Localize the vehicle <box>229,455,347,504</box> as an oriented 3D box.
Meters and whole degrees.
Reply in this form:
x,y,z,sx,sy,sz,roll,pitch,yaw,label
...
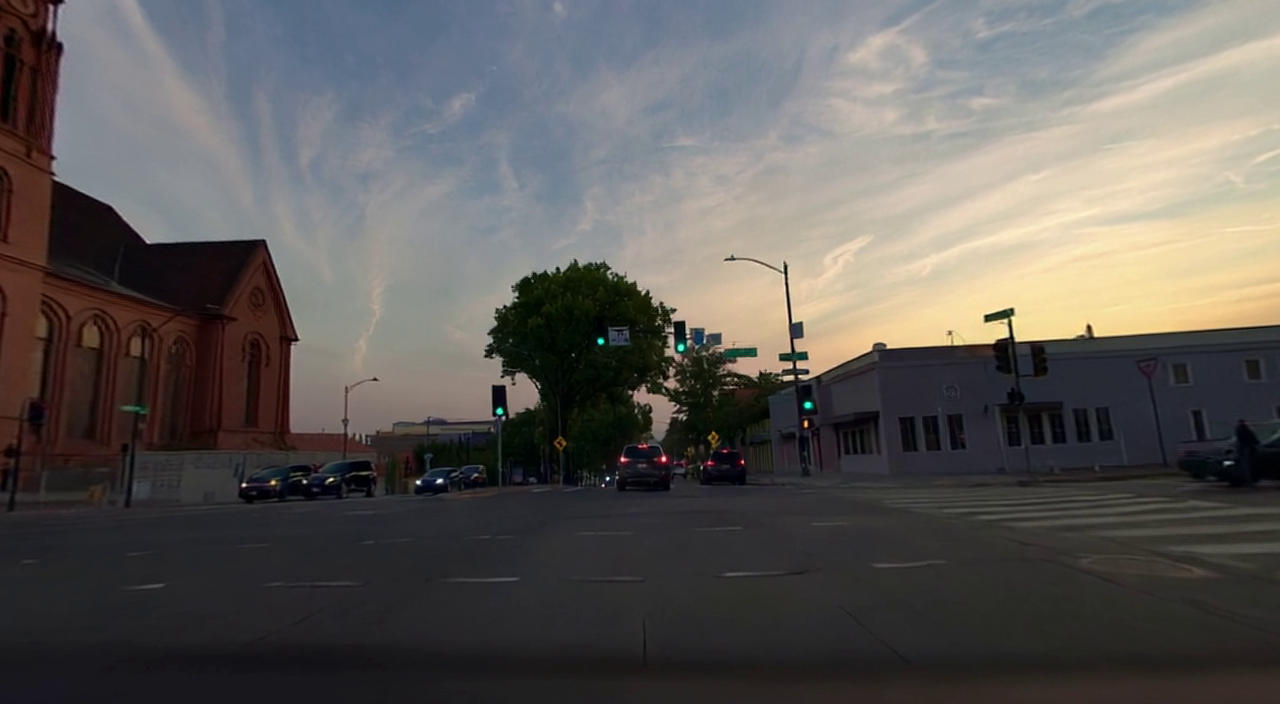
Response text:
x,y,z,sx,sy,sz,roll,pitch,yaw,label
-14.945,5.506,27.309,1.969,1.896,5.404,0,-11,0,vehicle

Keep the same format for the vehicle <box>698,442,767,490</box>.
x,y,z,sx,sy,sz,roll,pitch,yaw,label
3.705,4.674,26.038,2.080,1.735,4.650,2,-10,-1,vehicle

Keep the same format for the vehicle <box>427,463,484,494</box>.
x,y,z,sx,sy,sz,roll,pitch,yaw,label
-11.385,7.786,39.280,2.170,1.746,4.565,0,-10,-1,vehicle

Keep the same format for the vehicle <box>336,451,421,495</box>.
x,y,z,sx,sy,sz,roll,pitch,yaw,label
-11.854,5.610,29.029,2.069,1.790,4.358,-1,-12,-1,vehicle

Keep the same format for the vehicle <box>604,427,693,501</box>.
x,y,z,sx,sy,sz,roll,pitch,yaw,label
0.169,3.058,17.543,2.168,1.776,4.135,0,-9,-1,vehicle
